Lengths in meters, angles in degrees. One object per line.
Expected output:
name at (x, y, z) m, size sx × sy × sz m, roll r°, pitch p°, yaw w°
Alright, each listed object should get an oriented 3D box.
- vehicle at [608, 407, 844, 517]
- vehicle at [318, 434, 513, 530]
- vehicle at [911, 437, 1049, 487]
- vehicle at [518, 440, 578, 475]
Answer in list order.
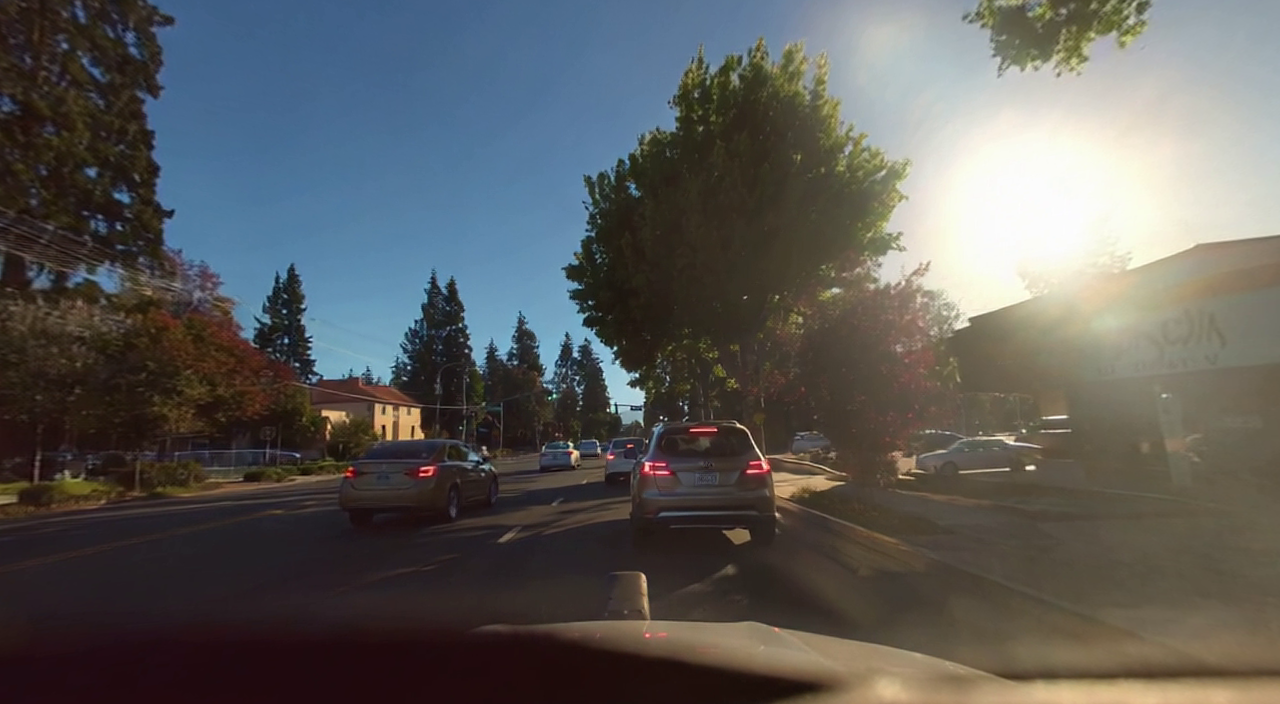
vehicle at (1.708, 2.306, 13.584) m, size 4.642 × 1.955 × 2.052 m, roll -7°, pitch -11°, yaw 40°
vehicle at (-3.921, 2.334, 11.916) m, size 2.026 × 1.466 × 4.282 m, roll 0°, pitch -8°, yaw 2°
vehicle at (12.292, 4.005, 22.917) m, size 3.871 × 1.525 × 1.835 m, roll -3°, pitch -9°, yaw 0°
vehicle at (-4.057, 4.734, 28.420) m, size 2.042 × 1.470 × 4.123 m, roll 0°, pitch -8°, yaw 1°
